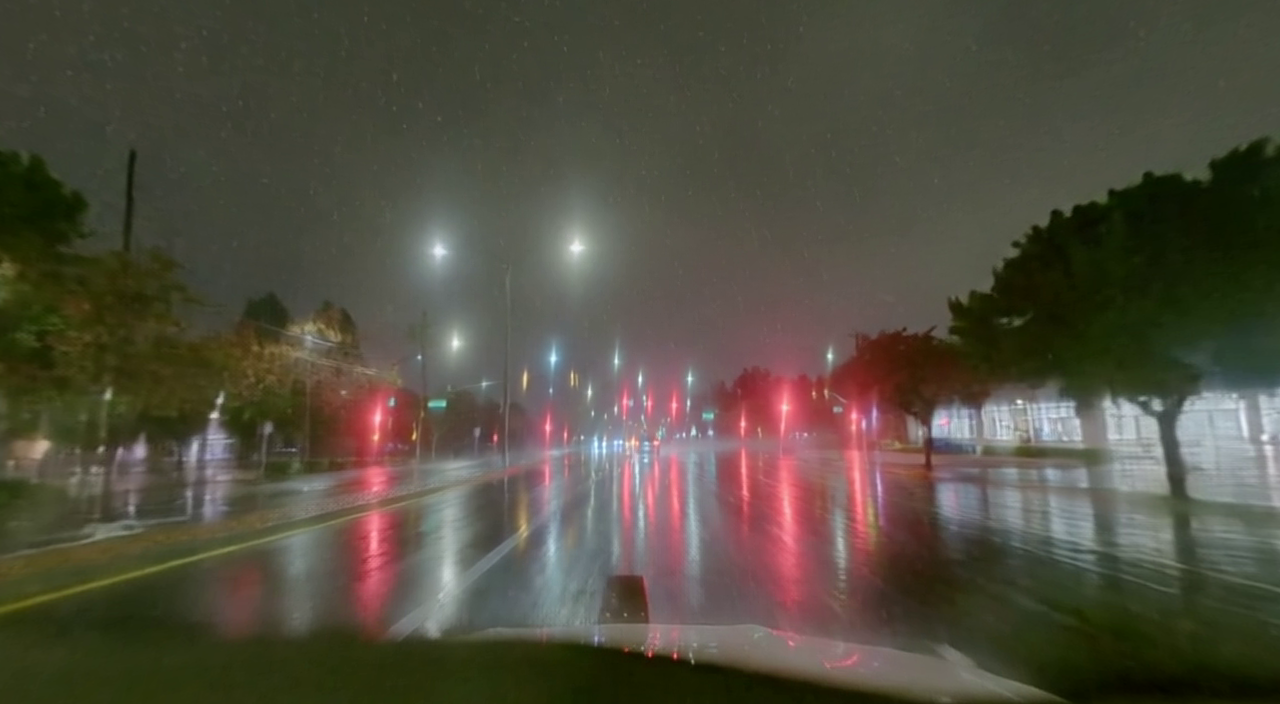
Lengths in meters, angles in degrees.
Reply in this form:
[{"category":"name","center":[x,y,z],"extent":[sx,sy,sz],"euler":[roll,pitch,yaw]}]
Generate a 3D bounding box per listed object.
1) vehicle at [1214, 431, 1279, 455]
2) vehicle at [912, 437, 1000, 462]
[{"category":"vehicle","center":[39.960,5.842,40.352],"extent":[1.770,1.442,4.897],"euler":[0,-8,0]},{"category":"vehicle","center":[19.928,6.168,39.868],"extent":[4.479,1.488,2.038],"euler":[0,-8,-1]}]
